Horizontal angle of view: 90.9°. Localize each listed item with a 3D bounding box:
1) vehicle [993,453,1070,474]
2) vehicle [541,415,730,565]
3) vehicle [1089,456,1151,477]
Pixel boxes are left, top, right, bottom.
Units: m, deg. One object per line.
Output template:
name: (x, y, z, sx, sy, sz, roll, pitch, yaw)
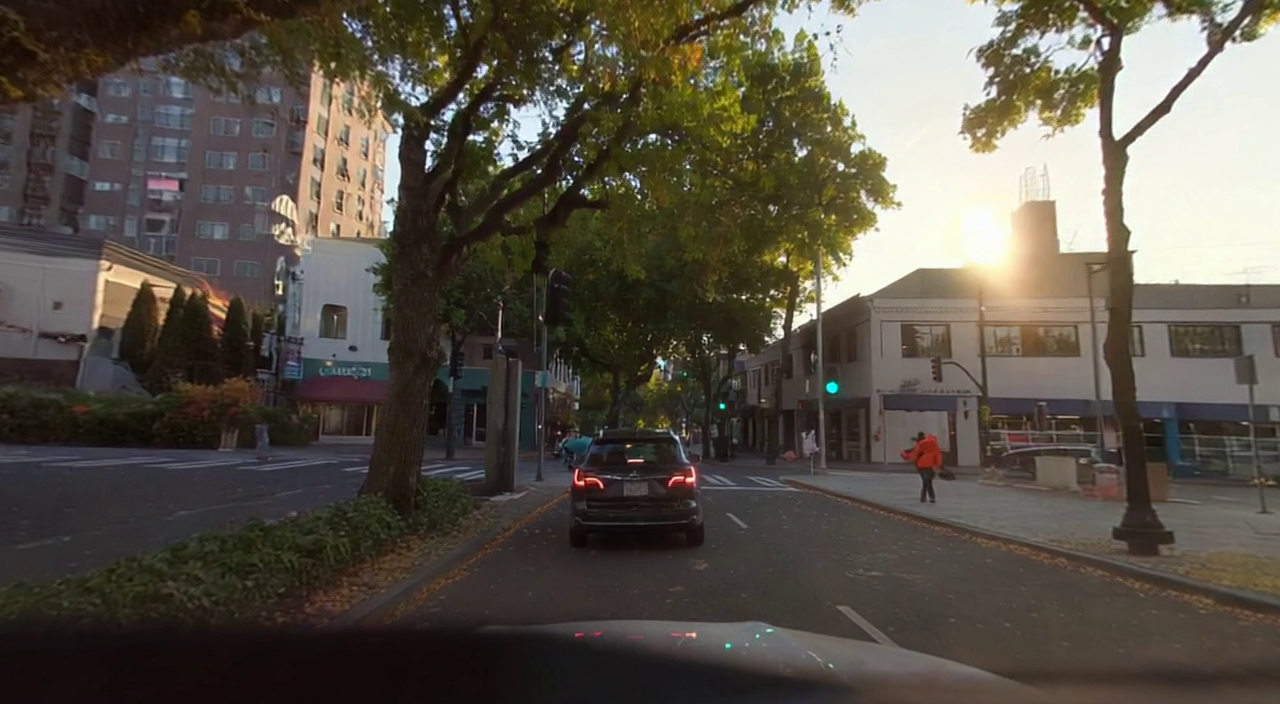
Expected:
vehicle: (29.774, 8.478, 47.963, 4.668, 1.441, 1.904, 1, -9, -6)
vehicle: (-0.086, 1.809, 8.941, 2.079, 1.621, 3.861, 0, -8, -1)
vehicle: (36.615, 8.723, 48.088, 3.445, 1.363, 1.608, 2, -7, -1)
